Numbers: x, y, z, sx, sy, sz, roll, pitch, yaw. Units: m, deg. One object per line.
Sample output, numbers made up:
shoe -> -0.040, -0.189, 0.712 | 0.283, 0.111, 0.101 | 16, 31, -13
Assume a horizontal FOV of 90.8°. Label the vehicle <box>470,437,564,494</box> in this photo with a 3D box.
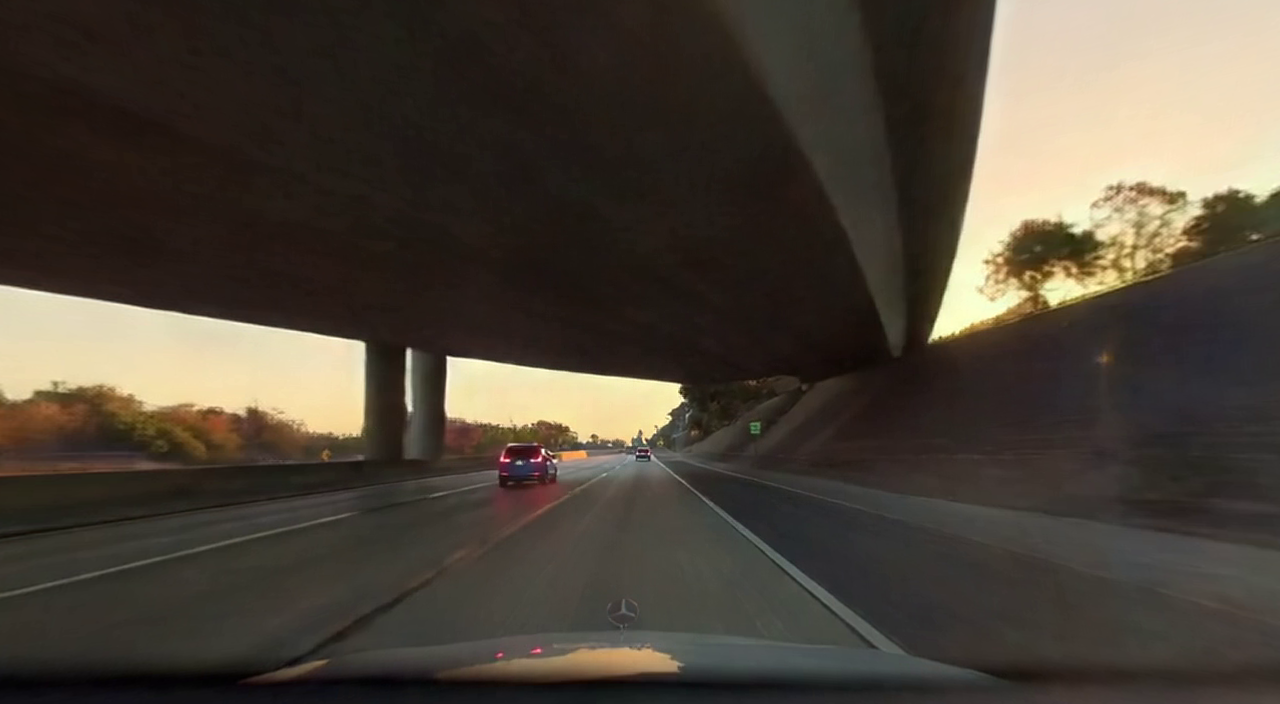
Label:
vehicle -> -4.179, 3.960, 22.442 | 2.272, 1.759, 5.058 | 0, -9, 1
